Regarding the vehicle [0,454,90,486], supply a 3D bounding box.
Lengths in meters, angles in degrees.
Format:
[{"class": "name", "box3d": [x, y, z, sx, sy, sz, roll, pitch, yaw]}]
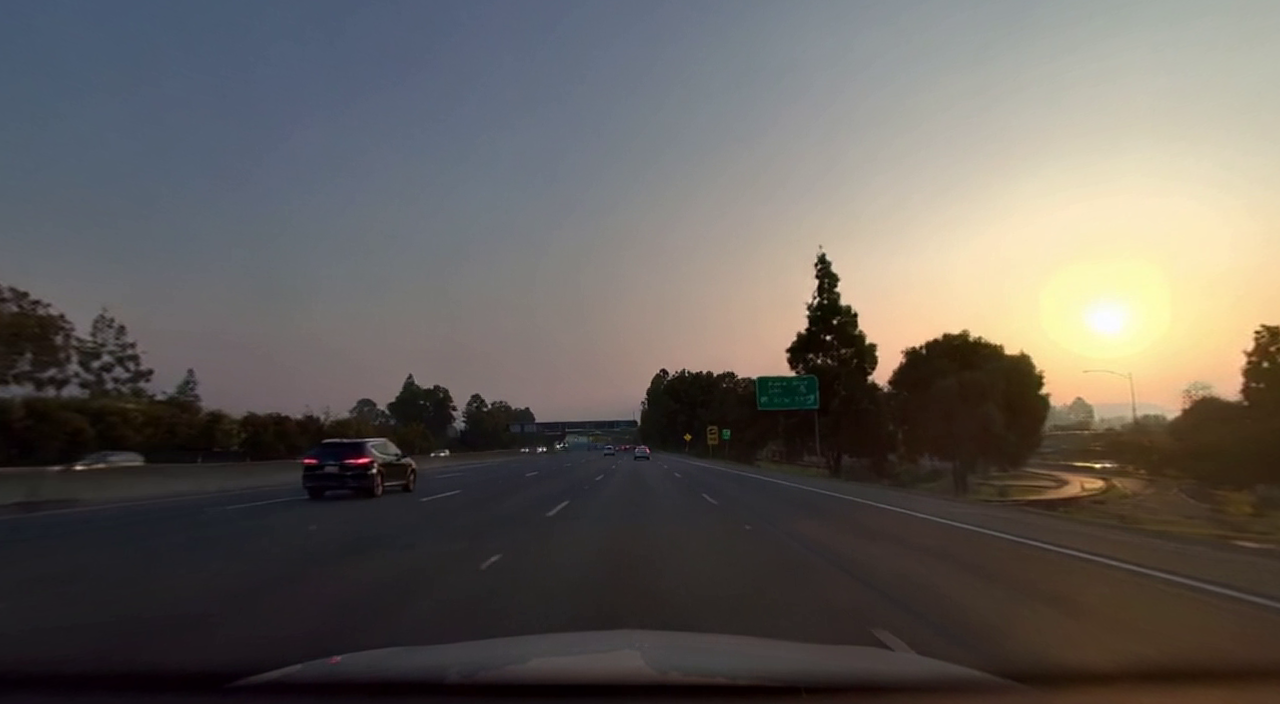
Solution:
[{"class": "vehicle", "box3d": [-32.505, 6.274, 33.860, 1.814, 1.477, 4.544, 0, -8, 1]}]

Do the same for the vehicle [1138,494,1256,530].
[{"class": "vehicle", "box3d": [33.030, 9.476, 37.593, 1.821, 1.548, 4.860, 5, -10, -33]}]

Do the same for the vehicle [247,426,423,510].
[{"class": "vehicle", "box3d": [-7.439, 2.869, 16.115, 2.032, 1.808, 4.776, 0, -8, 1]}]

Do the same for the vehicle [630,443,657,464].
[{"class": "vehicle", "box3d": [0.230, 7.984, 49.742, 2.021, 1.528, 4.154, 0, -8, -1]}]
